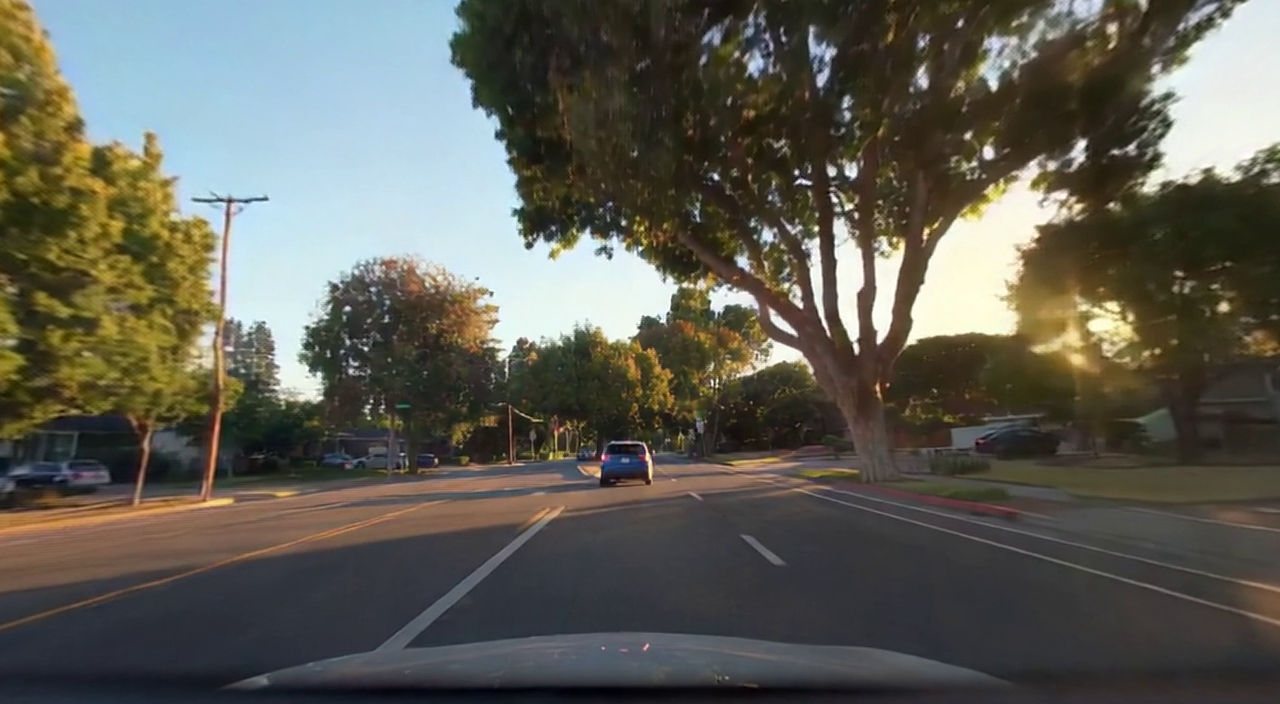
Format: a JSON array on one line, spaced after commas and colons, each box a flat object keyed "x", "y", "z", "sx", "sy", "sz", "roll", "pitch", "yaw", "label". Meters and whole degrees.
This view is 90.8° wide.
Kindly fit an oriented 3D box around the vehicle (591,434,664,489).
[{"x": -0.397, "y": 3.575, "z": 20.939, "sx": 2.181, "sy": 1.639, "sz": 4.127, "roll": 0, "pitch": -8, "yaw": 0, "label": "vehicle"}]
